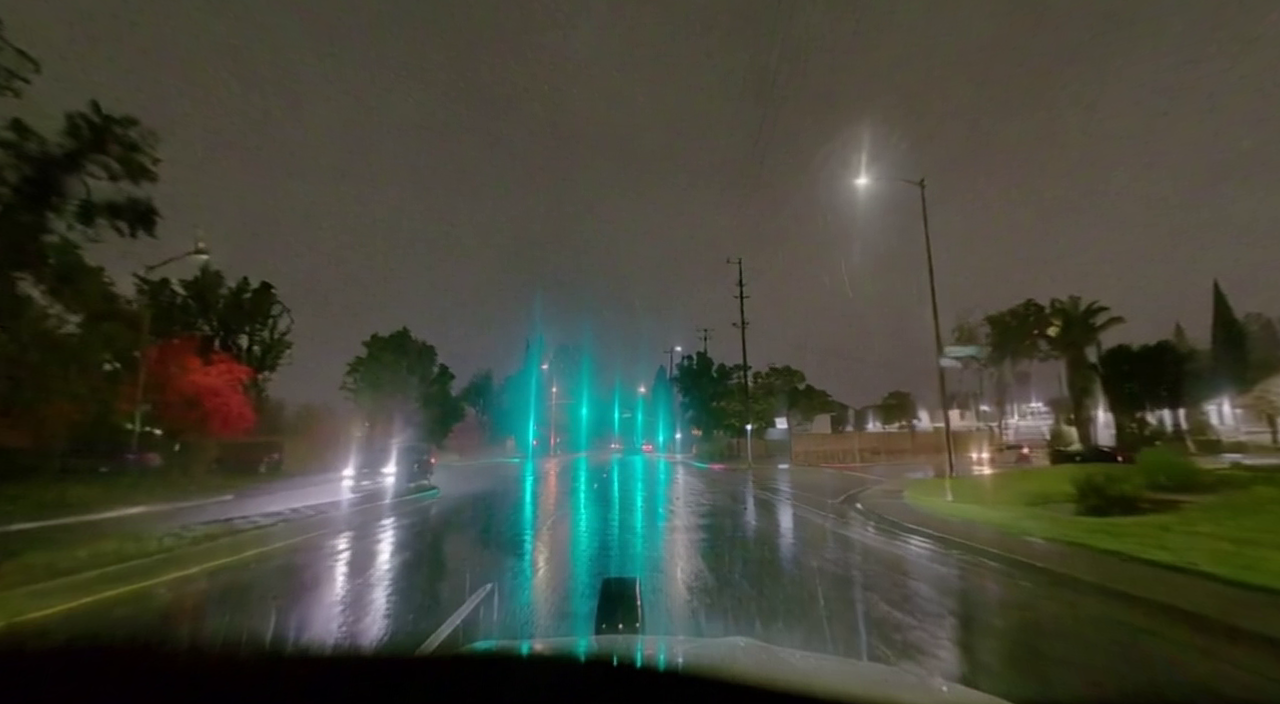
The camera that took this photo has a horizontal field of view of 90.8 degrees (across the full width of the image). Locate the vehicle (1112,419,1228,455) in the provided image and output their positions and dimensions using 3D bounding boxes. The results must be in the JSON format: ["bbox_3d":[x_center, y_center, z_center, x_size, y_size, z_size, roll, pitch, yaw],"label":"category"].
[{"bbox_3d":[26.704,4.332,31.927,3.893,1.661,2.008,0,-12,0],"label":"vehicle"}]

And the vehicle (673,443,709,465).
[{"bbox_3d":[3.586,7.287,45.242,2.010,1.504,4.835,0,-8,-2],"label":"vehicle"}]

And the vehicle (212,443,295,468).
[{"bbox_3d":[-29.135,7.795,47.745,4.794,1.829,2.102,0,-8,-1],"label":"vehicle"}]

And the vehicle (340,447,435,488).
[{"bbox_3d":[-10.384,4.751,26.420,2.022,1.536,4.629,0,-8,1],"label":"vehicle"}]

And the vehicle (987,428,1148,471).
[{"bbox_3d":[15.504,3.551,23.085,4.590,1.454,1.851,0,-8,-3],"label":"vehicle"}]
